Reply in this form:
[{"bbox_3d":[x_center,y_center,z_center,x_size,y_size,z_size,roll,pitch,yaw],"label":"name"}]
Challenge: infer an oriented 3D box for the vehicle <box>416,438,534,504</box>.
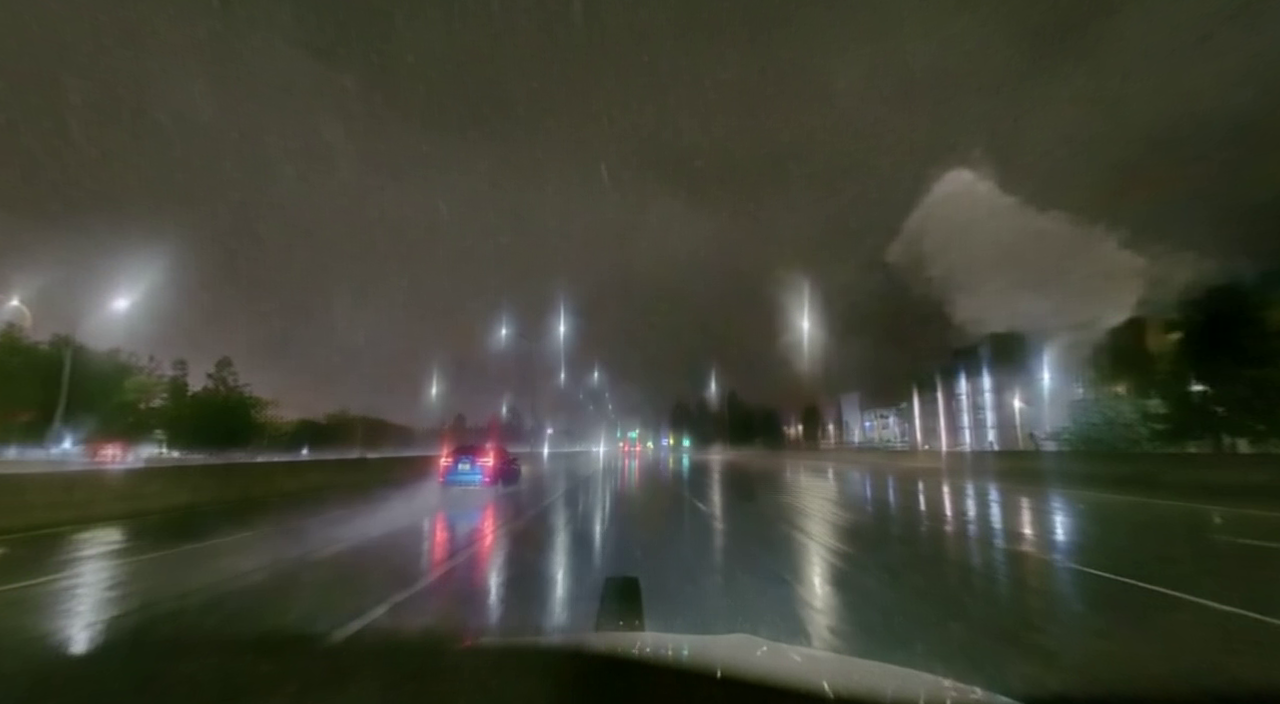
[{"bbox_3d":[-4.149,3.049,16.684,1.900,1.492,4.495,0,-9,0],"label":"vehicle"}]
